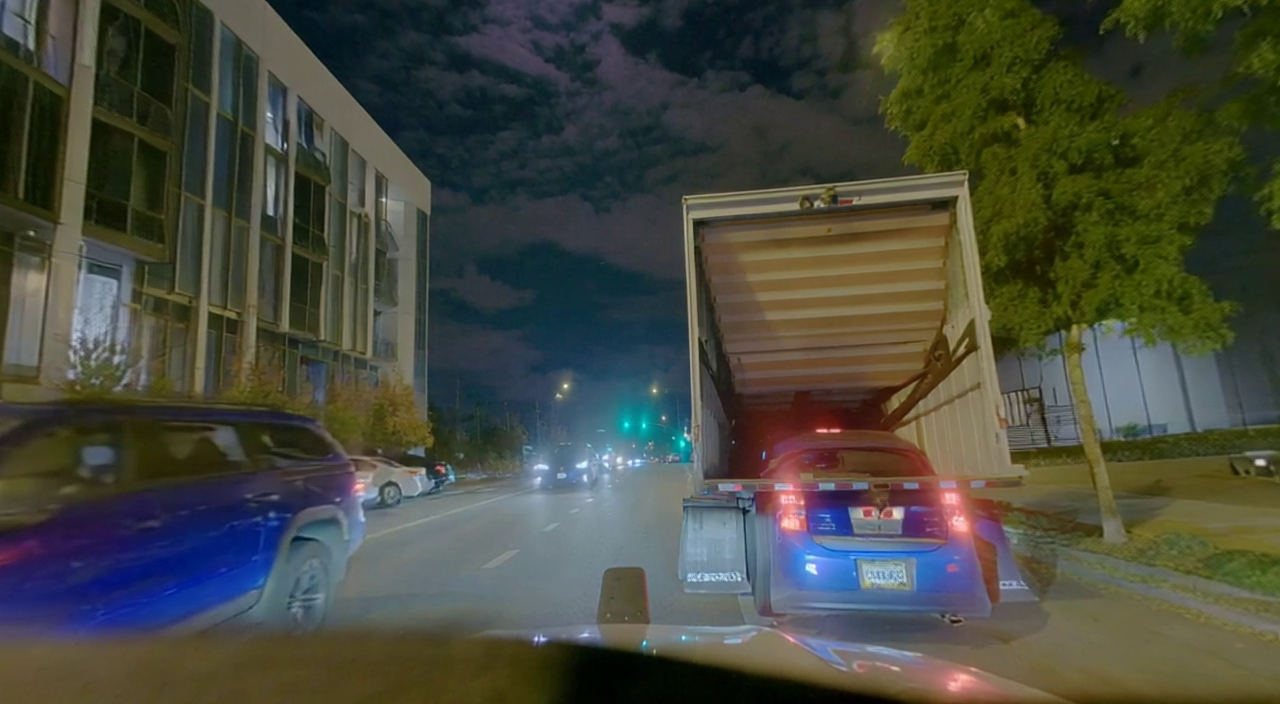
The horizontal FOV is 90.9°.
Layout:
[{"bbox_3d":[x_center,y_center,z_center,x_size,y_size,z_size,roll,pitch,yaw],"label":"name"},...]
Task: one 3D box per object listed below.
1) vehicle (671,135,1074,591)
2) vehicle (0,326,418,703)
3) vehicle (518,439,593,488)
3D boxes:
[{"bbox_3d":[2.536,0.843,11.376,3.320,4.034,11.553,-1,-8,6],"label":"vehicle"},{"bbox_3d":[-3.347,1.020,3.648,2.223,1.804,4.746,0,-8,2],"label":"vehicle"},{"bbox_3d":[-2.898,3.933,22.569,2.183,1.563,4.257,0,-8,-2],"label":"vehicle"}]
